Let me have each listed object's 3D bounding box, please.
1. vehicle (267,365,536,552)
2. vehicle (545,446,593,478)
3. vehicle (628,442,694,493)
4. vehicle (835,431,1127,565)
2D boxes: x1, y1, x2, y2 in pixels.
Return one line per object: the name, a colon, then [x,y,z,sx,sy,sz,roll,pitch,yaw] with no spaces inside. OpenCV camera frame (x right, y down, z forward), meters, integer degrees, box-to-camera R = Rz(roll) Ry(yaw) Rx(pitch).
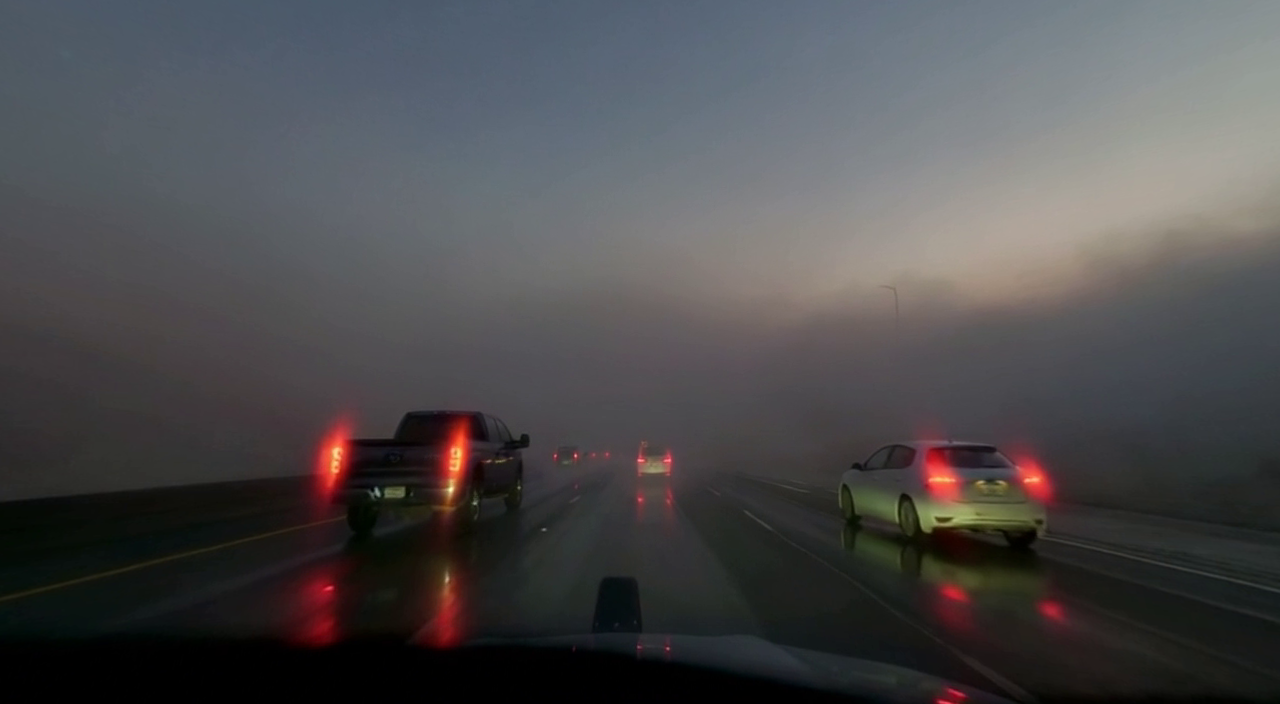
vehicle: [-3.655,1.863,11.382,2.523,2.458,6.022,0,-9,0]
vehicle: [-3.561,5.580,32.149,1.940,1.502,4.463,0,-9,0]
vehicle: [0.606,3.855,21.330,2.015,1.526,4.286,0,-9,-1]
vehicle: [4.533,1.985,9.228,1.961,1.491,4.035,0,-9,-1]
